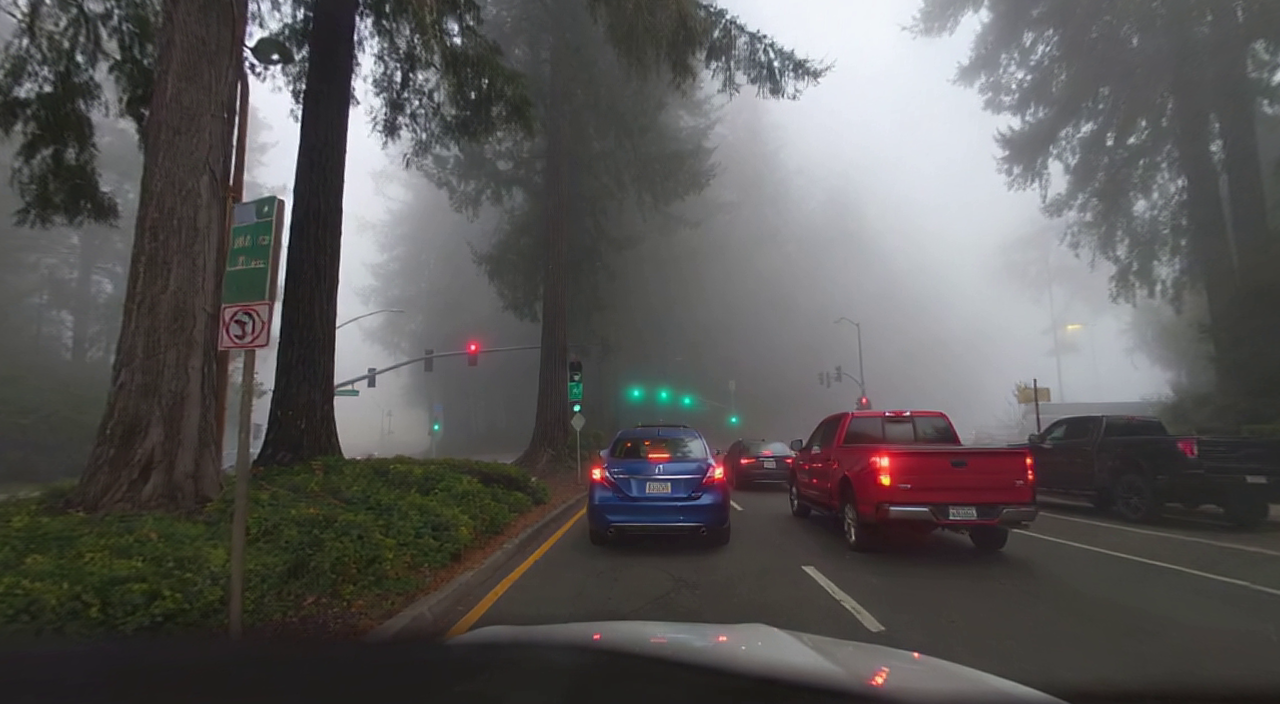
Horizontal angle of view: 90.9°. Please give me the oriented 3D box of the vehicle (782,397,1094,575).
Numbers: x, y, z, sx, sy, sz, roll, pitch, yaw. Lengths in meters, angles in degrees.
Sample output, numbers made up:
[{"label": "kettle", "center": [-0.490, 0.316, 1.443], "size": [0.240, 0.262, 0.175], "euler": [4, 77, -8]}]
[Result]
[{"label": "vehicle", "center": [3.391, 1.628, 8.366], "size": [2.099, 1.725, 4.290], "euler": [0, -8, 2]}]

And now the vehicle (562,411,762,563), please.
[{"label": "vehicle", "center": [0.249, 1.778, 8.965], "size": [2.168, 1.641, 4.039], "euler": [0, -8, 0]}]
